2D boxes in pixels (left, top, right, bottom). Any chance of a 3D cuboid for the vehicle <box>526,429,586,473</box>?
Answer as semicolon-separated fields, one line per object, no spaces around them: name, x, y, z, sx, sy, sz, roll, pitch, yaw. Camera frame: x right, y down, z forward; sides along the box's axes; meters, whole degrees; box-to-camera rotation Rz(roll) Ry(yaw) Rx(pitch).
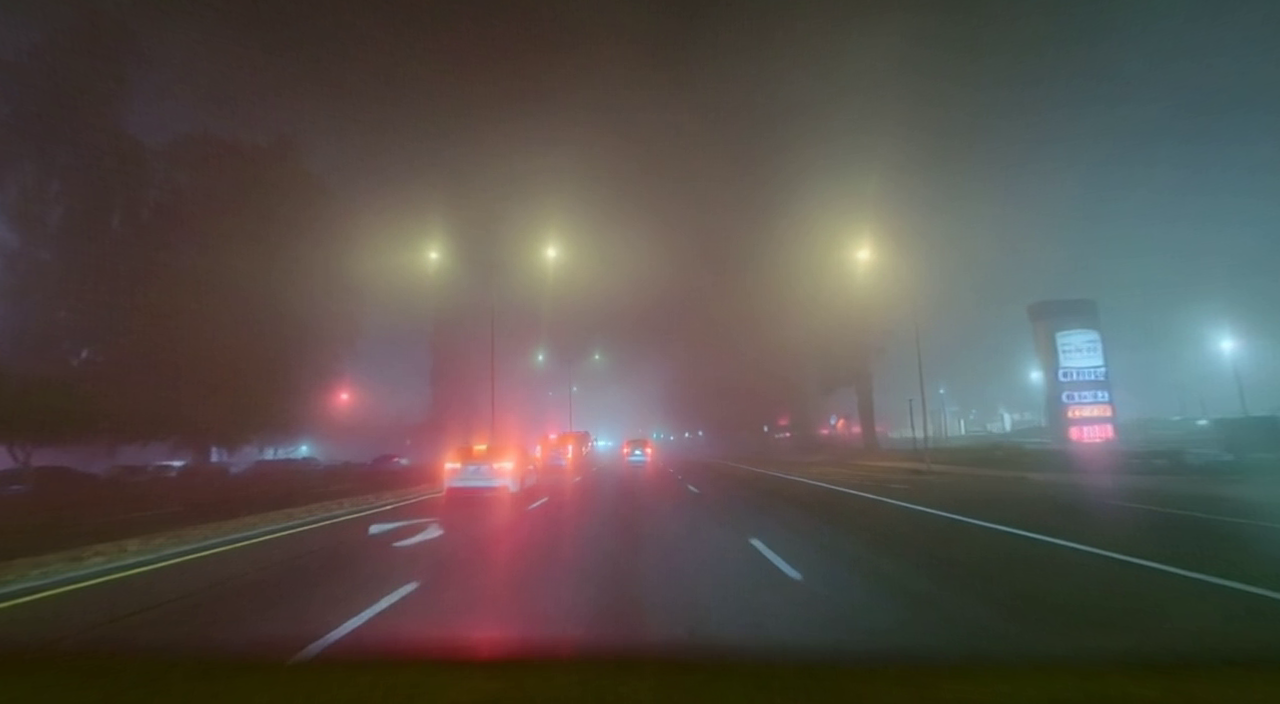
vehicle;-3.517;4.251;27.267;2.046;1.751;4.208;0;-8;0

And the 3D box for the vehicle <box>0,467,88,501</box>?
vehicle;-29.154;6.247;29.994;4.193;1.435;1.770;0;-8;0

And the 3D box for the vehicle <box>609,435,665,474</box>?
vehicle;-0.133;4.200;26.088;2.126;1.475;3.967;0;-8;-1

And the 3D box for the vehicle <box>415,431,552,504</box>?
vehicle;-3.537;2.717;15.272;2.139;1.487;4.453;0;-8;1

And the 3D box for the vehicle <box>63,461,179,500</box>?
vehicle;-28.720;7.085;35.078;4.586;1.682;2.003;-3;-8;-4

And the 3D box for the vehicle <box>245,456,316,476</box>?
vehicle;-27.558;8.736;48.537;4.300;1.427;1.877;1;-8;-7

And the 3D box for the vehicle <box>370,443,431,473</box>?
vehicle;-13.134;5.820;34.906;1.879;1.503;4.274;0;-8;-2
